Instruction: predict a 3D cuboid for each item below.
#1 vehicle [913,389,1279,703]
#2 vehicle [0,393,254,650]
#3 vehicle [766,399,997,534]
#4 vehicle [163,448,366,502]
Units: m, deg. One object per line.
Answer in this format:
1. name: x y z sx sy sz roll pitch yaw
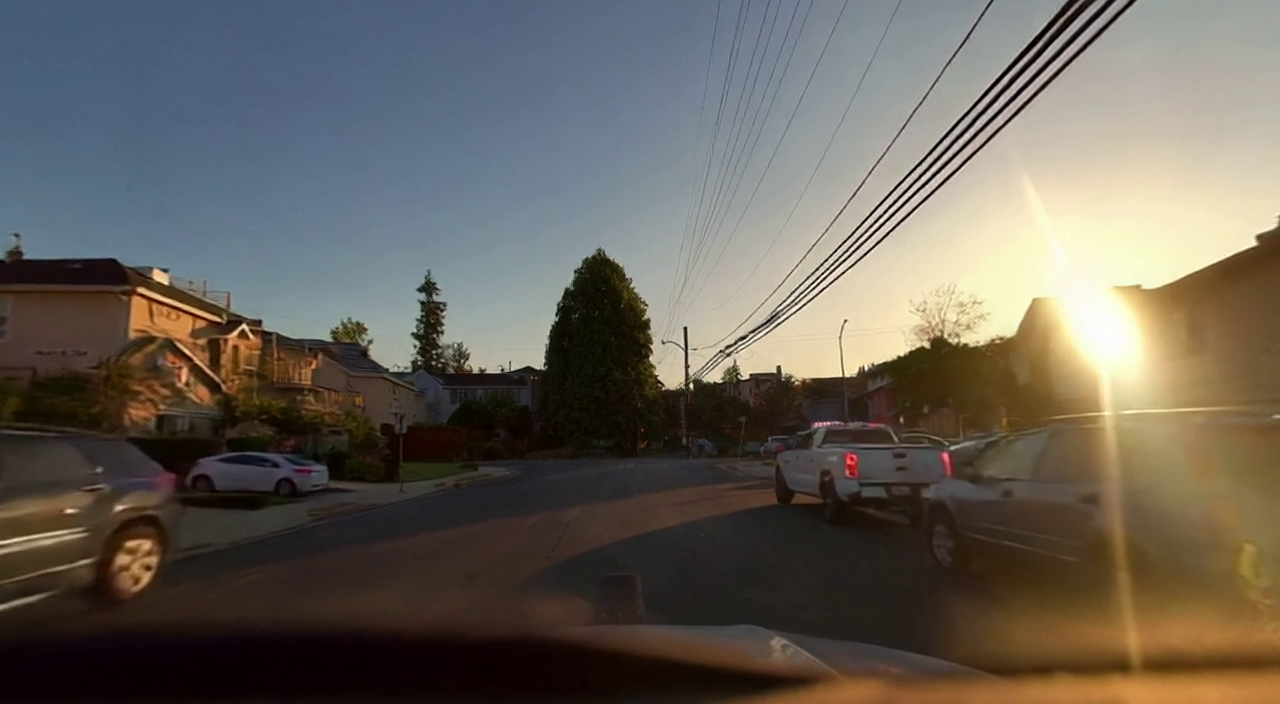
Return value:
1. vehicle: 3.904 1.208 4.665 1.848 1.550 4.054 0 -8 -1
2. vehicle: -5.985 1.329 5.049 2.322 1.913 5.582 0 -8 -1
3. vehicle: 4.002 2.032 11.701 2.205 1.923 5.178 0 -8 0
4. vehicle: -11.102 3.647 18.944 4.813 1.503 1.923 0 -8 -4
